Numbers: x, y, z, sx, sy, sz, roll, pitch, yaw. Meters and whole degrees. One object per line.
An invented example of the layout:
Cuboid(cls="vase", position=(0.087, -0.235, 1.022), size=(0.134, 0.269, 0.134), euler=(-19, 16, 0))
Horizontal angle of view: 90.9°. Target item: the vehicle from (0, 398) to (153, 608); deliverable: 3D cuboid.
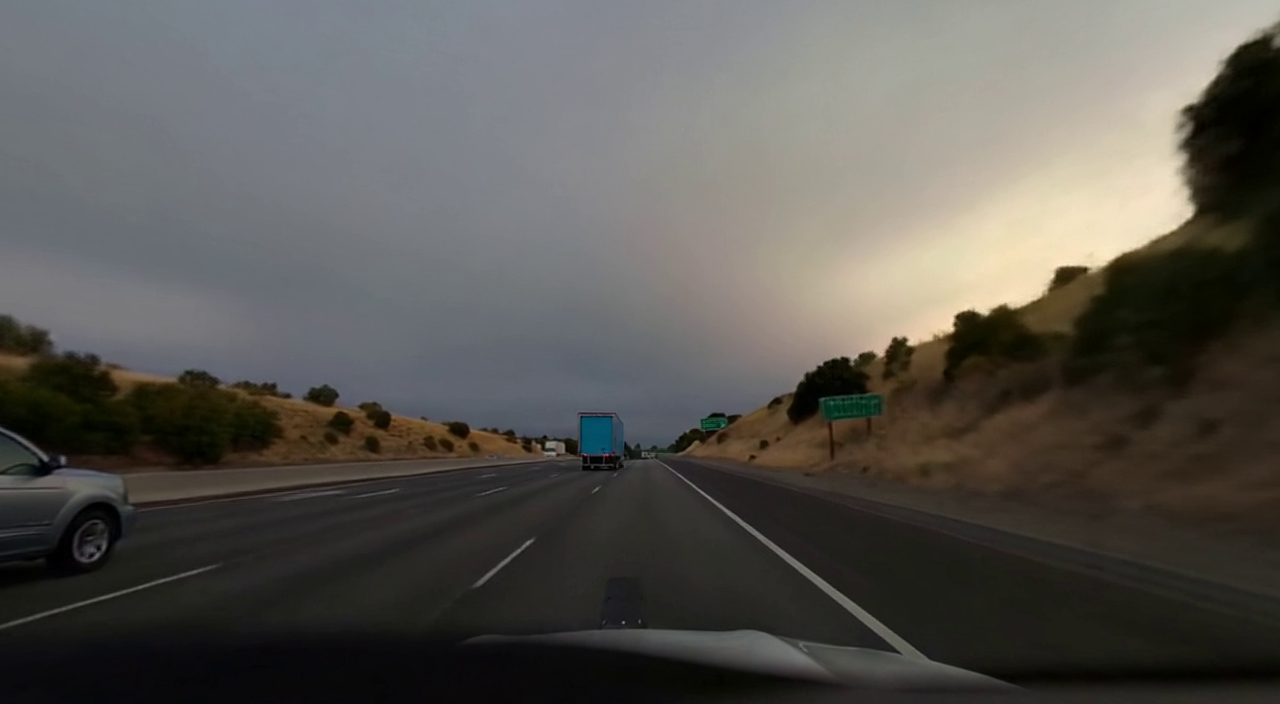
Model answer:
Cuboid(cls="vehicle", position=(-6.834, 1.209, 4.684), size=(2.175, 1.860, 5.236), euler=(0, -8, 1))
